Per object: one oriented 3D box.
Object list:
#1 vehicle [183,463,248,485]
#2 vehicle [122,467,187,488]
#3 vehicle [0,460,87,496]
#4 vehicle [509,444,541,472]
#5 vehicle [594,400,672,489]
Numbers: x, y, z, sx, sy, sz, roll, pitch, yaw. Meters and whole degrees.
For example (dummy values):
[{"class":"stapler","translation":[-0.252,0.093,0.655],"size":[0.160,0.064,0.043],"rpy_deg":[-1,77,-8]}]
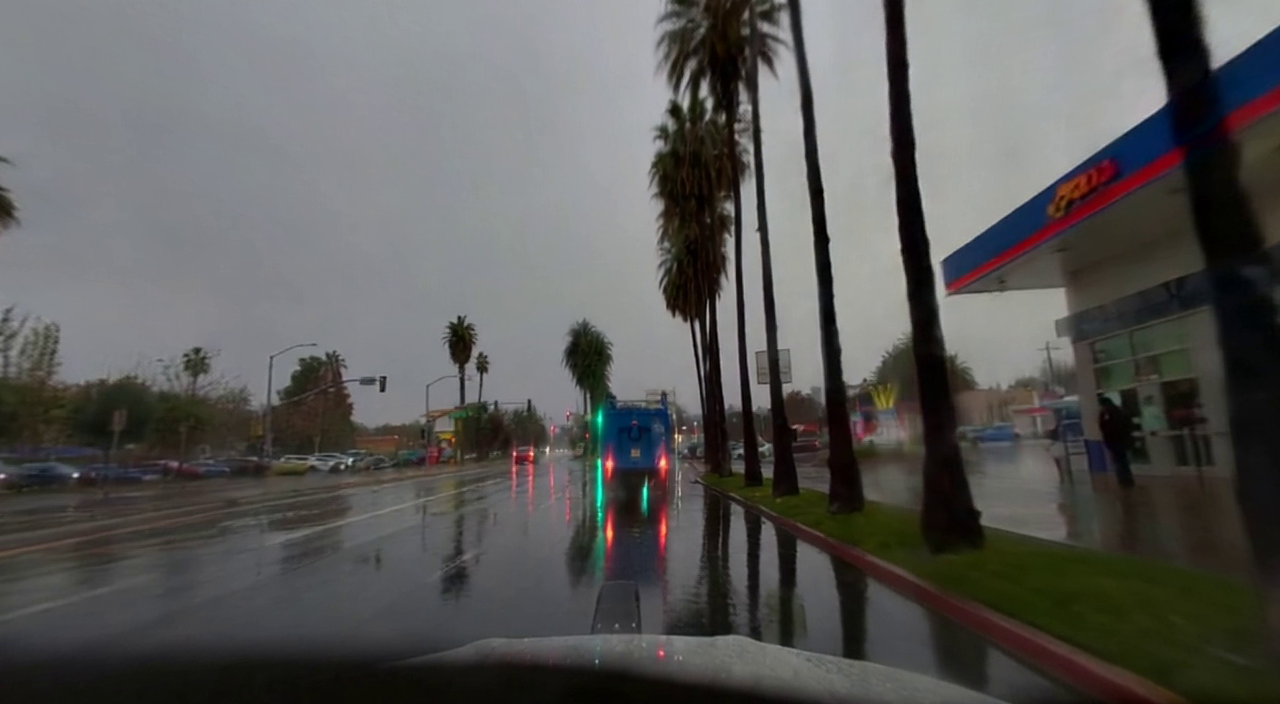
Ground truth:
[{"class":"vehicle","translation":[-31.115,8.921,46.443],"size":[1.766,1.428,4.337],"rpy_deg":[0,-8,1]},{"class":"vehicle","translation":[-35.836,9.258,46.723],"size":[1.834,1.383,3.707],"rpy_deg":[0,-8,0]},{"class":"vehicle","translation":[-28.311,5.694,28.568],"size":[4.568,1.466,1.848],"rpy_deg":[4,-9,-27]},{"class":"vehicle","translation":[-7.576,6.981,41.864],"size":[1.997,1.679,4.263],"rpy_deg":[1,-8,-9]},{"class":"vehicle","translation":[-0.081,3.516,24.096],"size":[2.463,2.954,5.938],"rpy_deg":[-1,-8,4]}]
